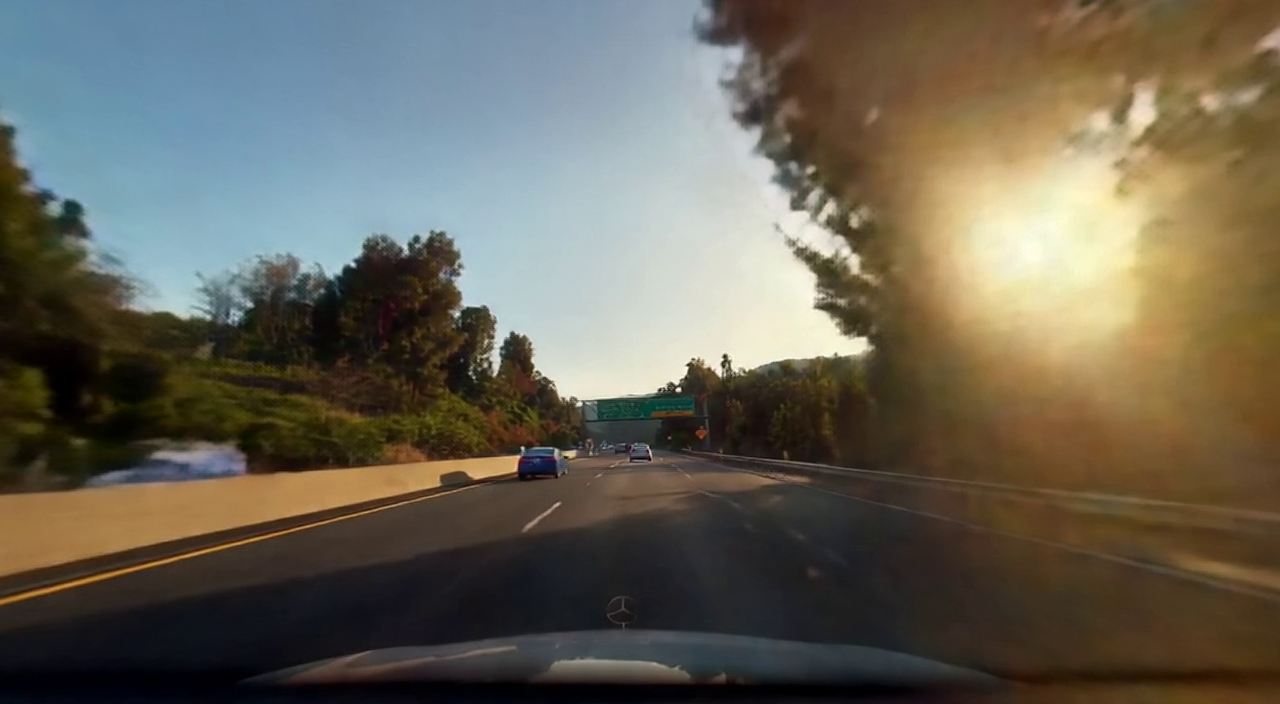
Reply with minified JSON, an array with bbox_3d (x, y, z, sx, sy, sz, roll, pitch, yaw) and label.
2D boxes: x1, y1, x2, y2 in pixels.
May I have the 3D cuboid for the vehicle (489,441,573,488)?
[{"bbox_3d":[-3.773,3.993,22.758,2.157,1.483,4.601,0,-9,1],"label":"vehicle"}]

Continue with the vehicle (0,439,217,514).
[{"bbox_3d":[-13.226,3.027,15.920,1.927,1.601,4.480,0,-9,0],"label":"vehicle"}]

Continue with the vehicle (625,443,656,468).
[{"bbox_3d":[0.049,6.933,42.478,2.011,1.590,3.607,0,-9,0],"label":"vehicle"}]
